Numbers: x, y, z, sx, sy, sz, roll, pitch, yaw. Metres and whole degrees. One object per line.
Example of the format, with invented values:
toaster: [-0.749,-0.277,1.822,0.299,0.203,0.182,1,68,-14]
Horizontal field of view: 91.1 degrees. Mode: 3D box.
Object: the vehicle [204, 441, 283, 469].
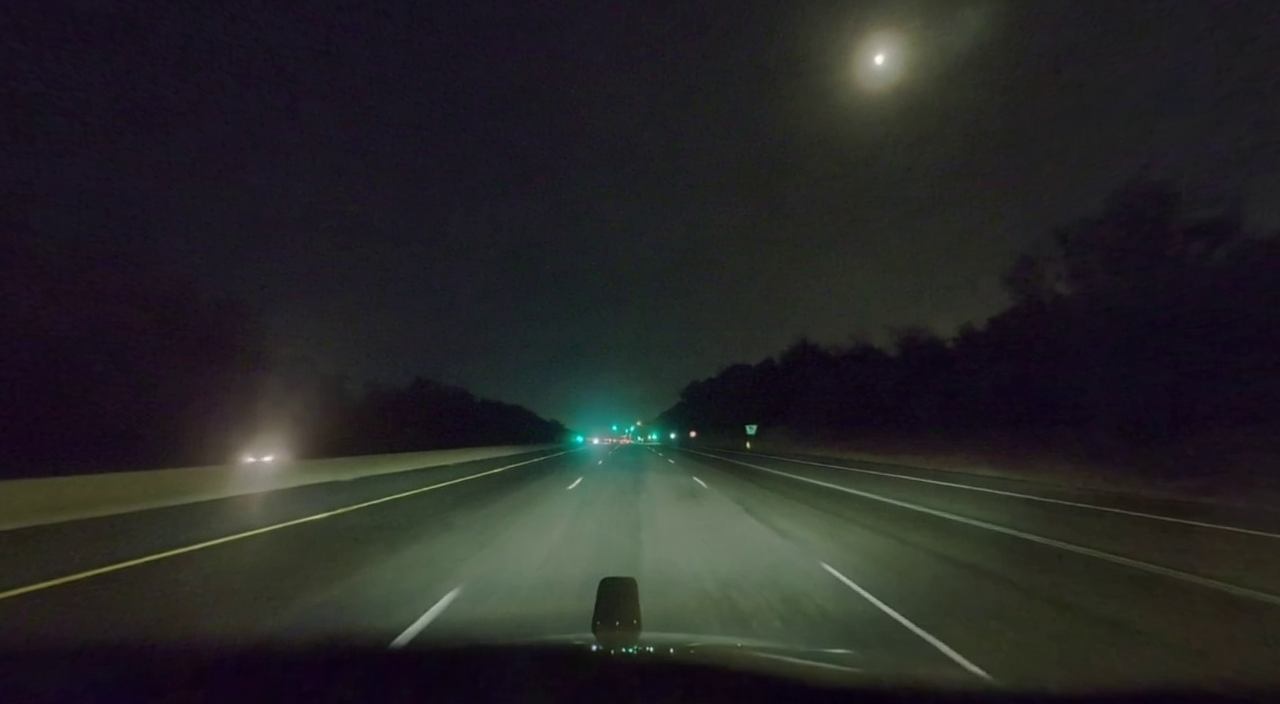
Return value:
vehicle: [-23.750,6.172,37.888,1.963,1.533,4.321,0,-8,-1]
